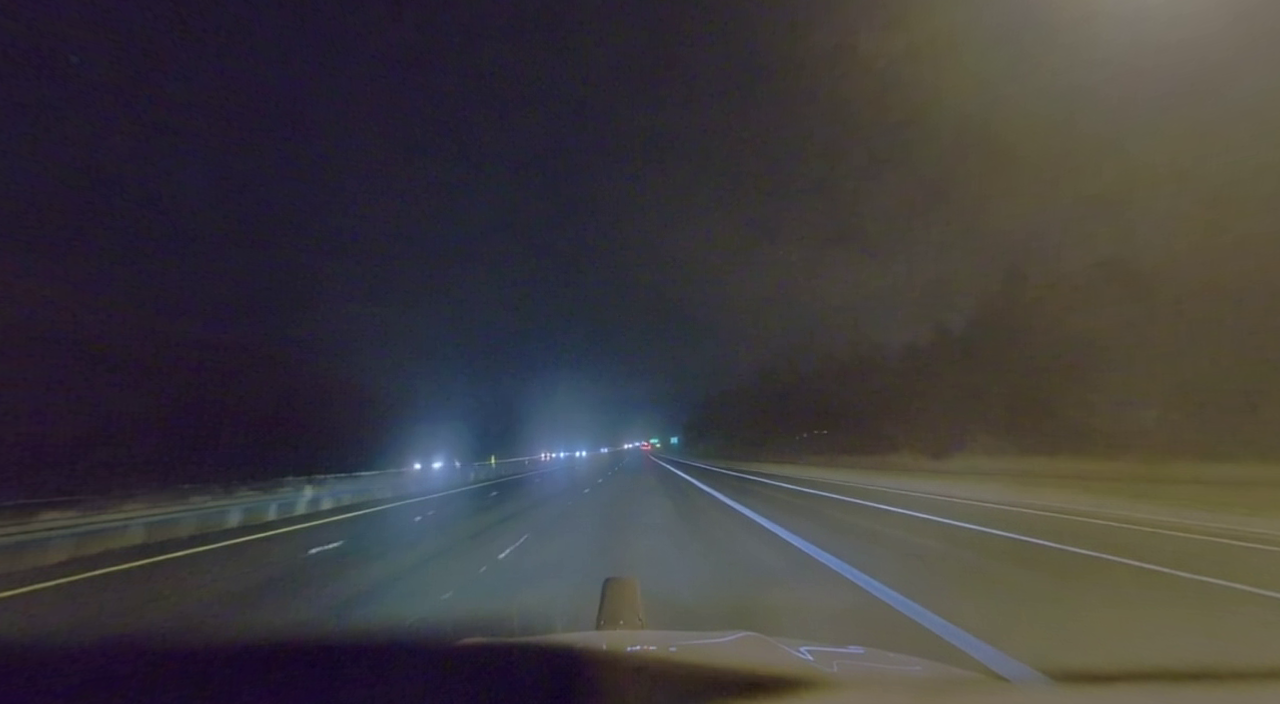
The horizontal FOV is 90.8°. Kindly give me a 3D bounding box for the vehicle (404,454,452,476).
[{"bbox_3d":[-14.999,8.003,44.917,1.936,1.494,4.515,0,-9,-1],"label":"vehicle"}]
